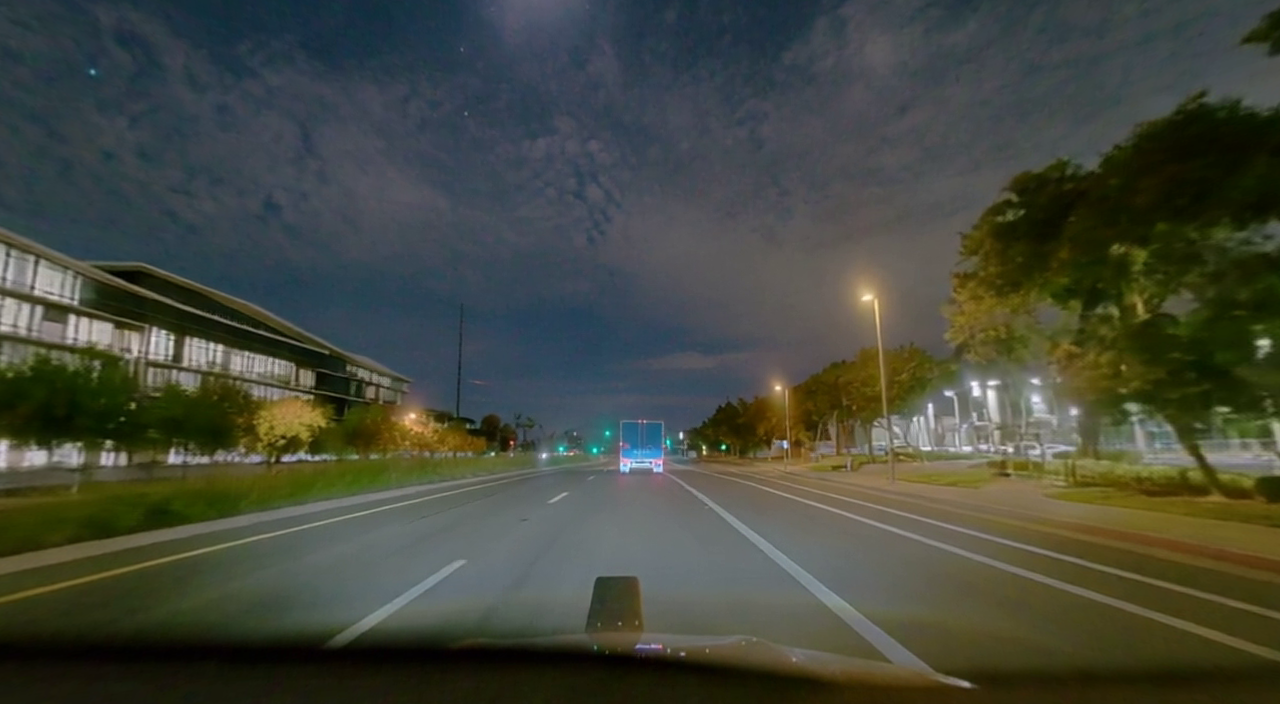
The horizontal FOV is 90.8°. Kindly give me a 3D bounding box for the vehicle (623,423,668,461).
[{"bbox_3d":[0.242,4.746,33.314,2.178,1.829,4.932,0,-9,-1],"label":"vehicle"}]
